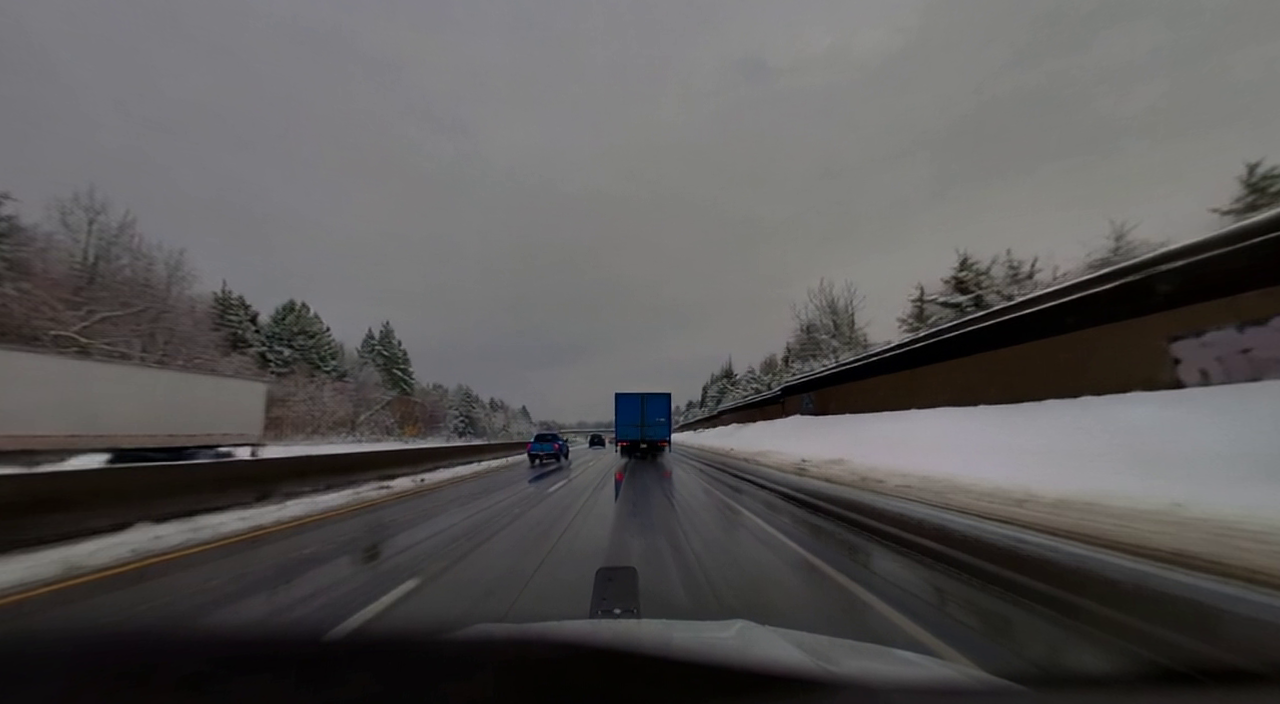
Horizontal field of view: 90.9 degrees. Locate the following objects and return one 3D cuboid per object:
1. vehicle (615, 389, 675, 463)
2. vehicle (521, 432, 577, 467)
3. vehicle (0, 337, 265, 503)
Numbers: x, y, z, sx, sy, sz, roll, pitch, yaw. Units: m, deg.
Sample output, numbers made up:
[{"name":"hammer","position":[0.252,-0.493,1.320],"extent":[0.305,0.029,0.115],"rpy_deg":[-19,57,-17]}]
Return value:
[{"name":"vehicle","position":[0.145,4.260,35.679],"extent":[2.927,3.649,9.443],"rpy_deg":[0,-8,-1]},{"name":"vehicle","position":[-4.182,4.543,29.663],"extent":[1.948,1.526,4.525],"rpy_deg":[0,-8,0]},{"name":"vehicle","position":[-18.111,2.178,19.336],"extent":[3.166,4.222,16.648],"rpy_deg":[0,-8,-1]}]
